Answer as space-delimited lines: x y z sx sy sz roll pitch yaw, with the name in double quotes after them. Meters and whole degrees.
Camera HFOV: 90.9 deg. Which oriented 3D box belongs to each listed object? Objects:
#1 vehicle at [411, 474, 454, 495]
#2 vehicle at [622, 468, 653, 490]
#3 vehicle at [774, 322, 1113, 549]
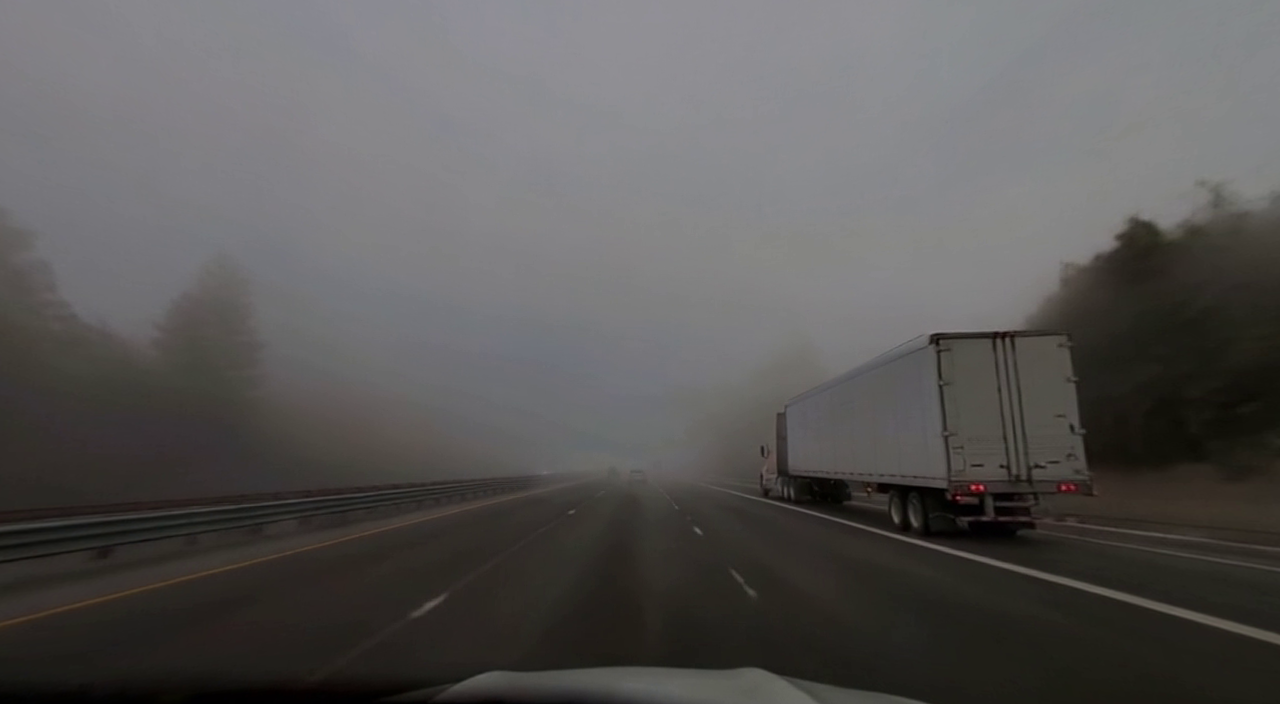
-15.758 10.068 48.029 1.840 1.425 4.145 1 -11 1 "vehicle"
-0.185 8.900 44.242 2.029 1.459 3.684 1 -11 0 "vehicle"
6.869 2.710 18.270 2.926 4.073 13.836 1 -11 0 "vehicle"
